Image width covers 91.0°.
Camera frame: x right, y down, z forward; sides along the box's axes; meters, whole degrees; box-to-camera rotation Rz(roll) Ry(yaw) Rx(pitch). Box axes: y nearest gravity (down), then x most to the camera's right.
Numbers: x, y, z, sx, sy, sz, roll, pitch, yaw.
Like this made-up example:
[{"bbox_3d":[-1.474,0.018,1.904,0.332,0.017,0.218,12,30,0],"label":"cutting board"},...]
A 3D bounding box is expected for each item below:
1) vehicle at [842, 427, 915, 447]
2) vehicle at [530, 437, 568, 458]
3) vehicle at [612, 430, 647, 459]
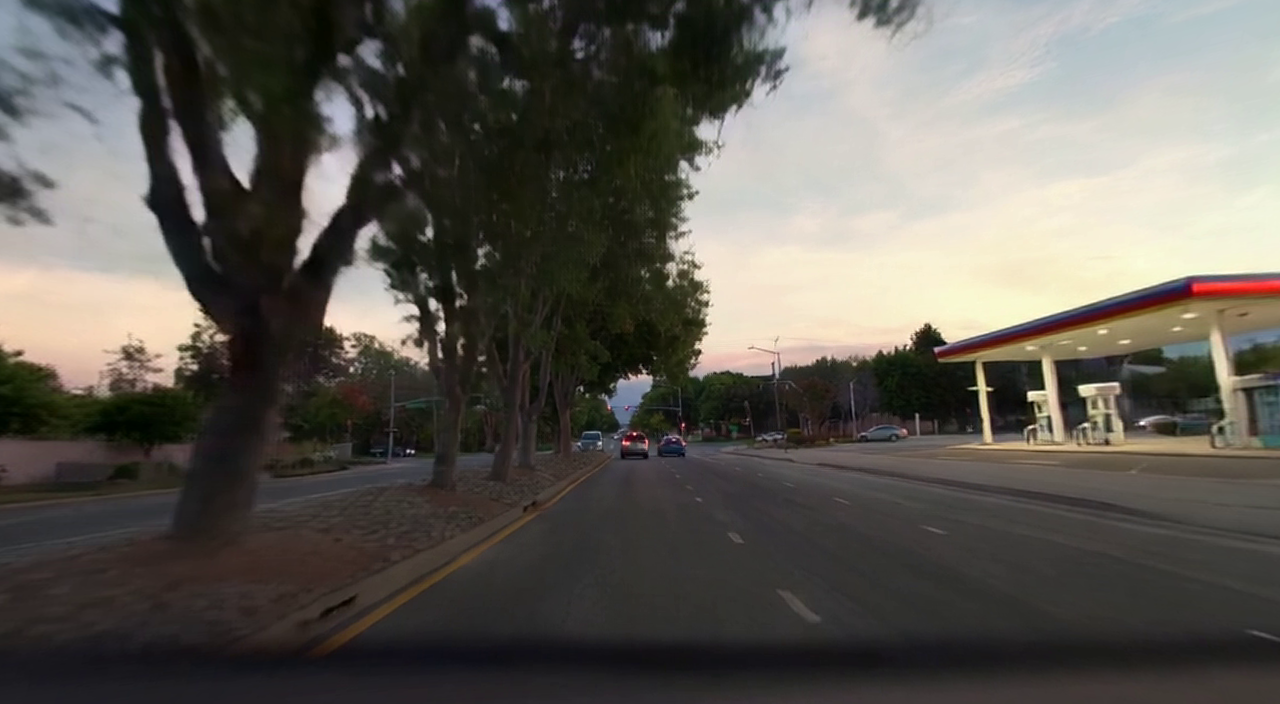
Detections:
[{"bbox_3d":[18.052,6.446,47.815,4.660,1.462,2.034,0,-9,0],"label":"vehicle"},{"bbox_3d":[-6.342,6.737,44.443,2.033,1.442,4.668,0,-8,-1],"label":"vehicle"},{"bbox_3d":[-0.644,5.943,40.343,2.146,1.742,4.095,0,-8,-1],"label":"vehicle"}]
